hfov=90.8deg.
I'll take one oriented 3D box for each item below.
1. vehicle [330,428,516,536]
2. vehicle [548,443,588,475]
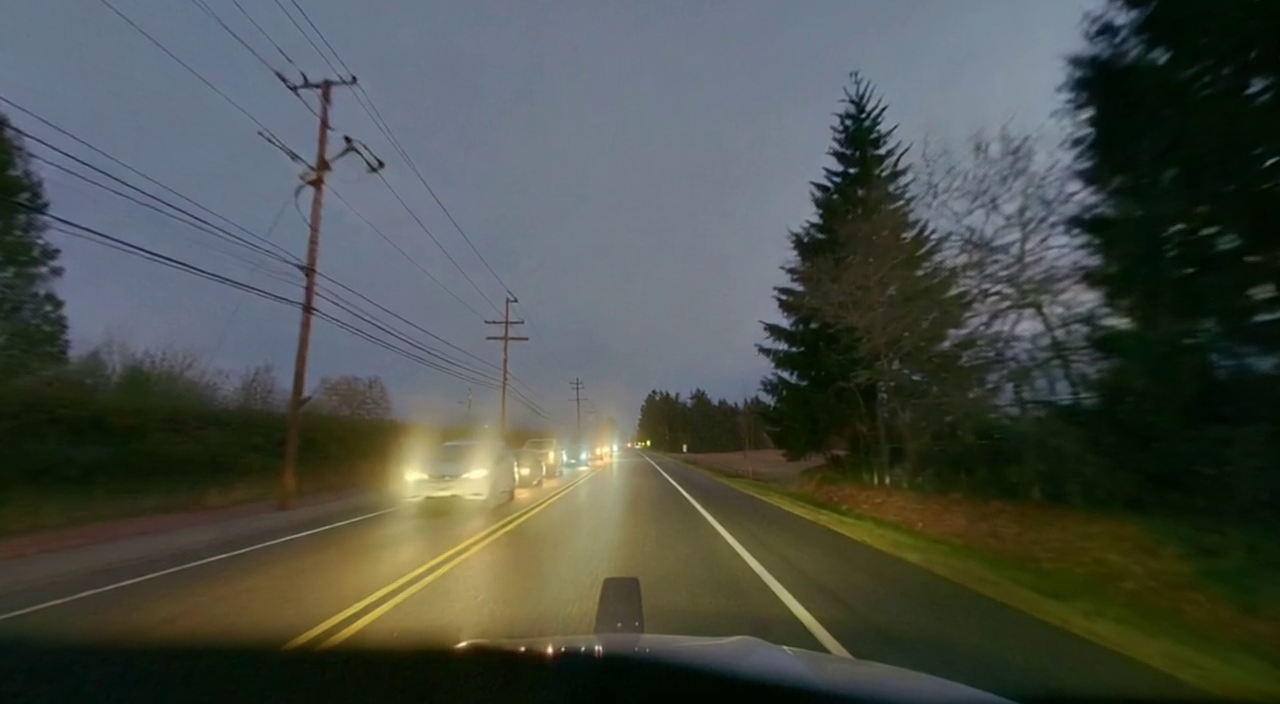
[{"bbox_3d":[-4.041,2.456,12.785,2.238,1.674,4.657,-2,-8,-2],"label":"vehicle"},{"bbox_3d":[-4.337,6.478,38.678,2.070,1.665,4.554,-3,-7,-3],"label":"vehicle"}]
